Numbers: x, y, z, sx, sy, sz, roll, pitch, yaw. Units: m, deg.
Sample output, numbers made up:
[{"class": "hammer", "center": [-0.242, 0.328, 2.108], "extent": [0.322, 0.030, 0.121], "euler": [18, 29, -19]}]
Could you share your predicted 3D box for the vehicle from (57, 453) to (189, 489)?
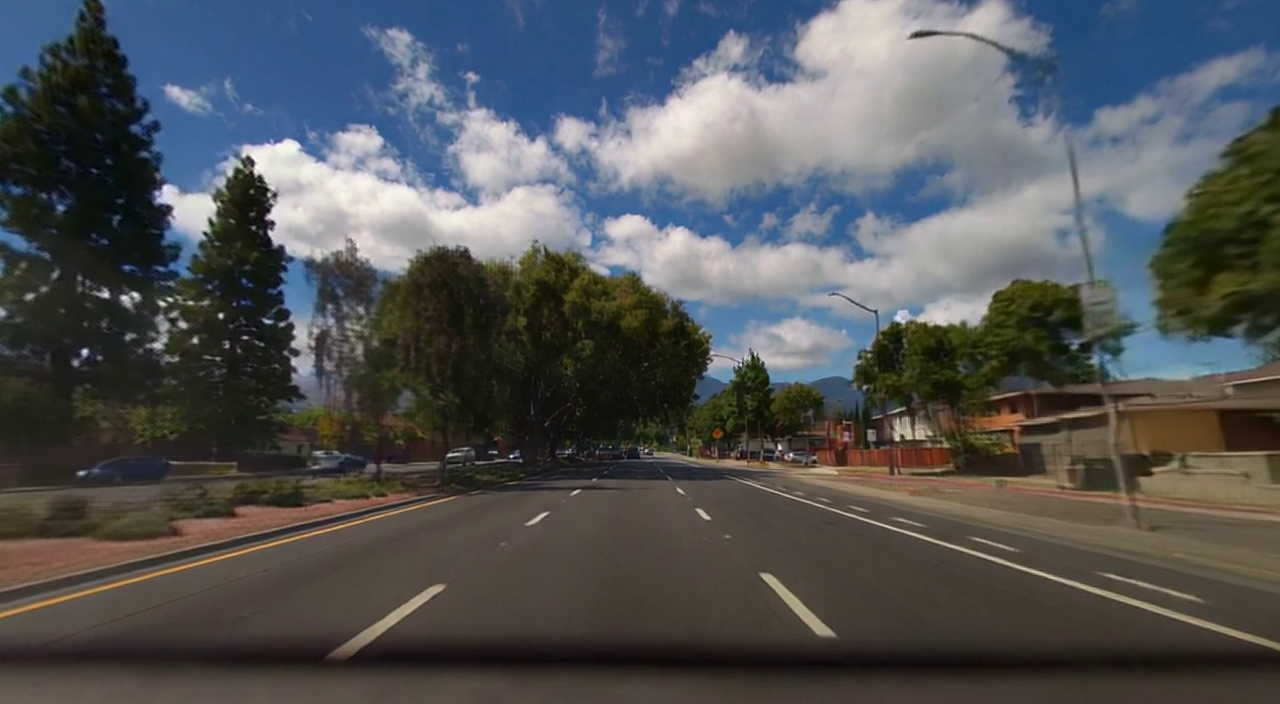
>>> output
[{"class": "vehicle", "center": [-24.612, 5.631, 30.370], "extent": [1.916, 1.524, 4.993], "euler": [-1, -9, 3]}]

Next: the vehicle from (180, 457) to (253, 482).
[{"class": "vehicle", "center": [-24.879, 6.883, 37.272], "extent": [1.637, 1.298, 3.878], "euler": [0, -9, 0]}]

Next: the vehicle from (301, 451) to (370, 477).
[{"class": "vehicle", "center": [-18.901, 6.947, 39.413], "extent": [1.892, 1.474, 4.723], "euler": [0, -9, 1]}]
